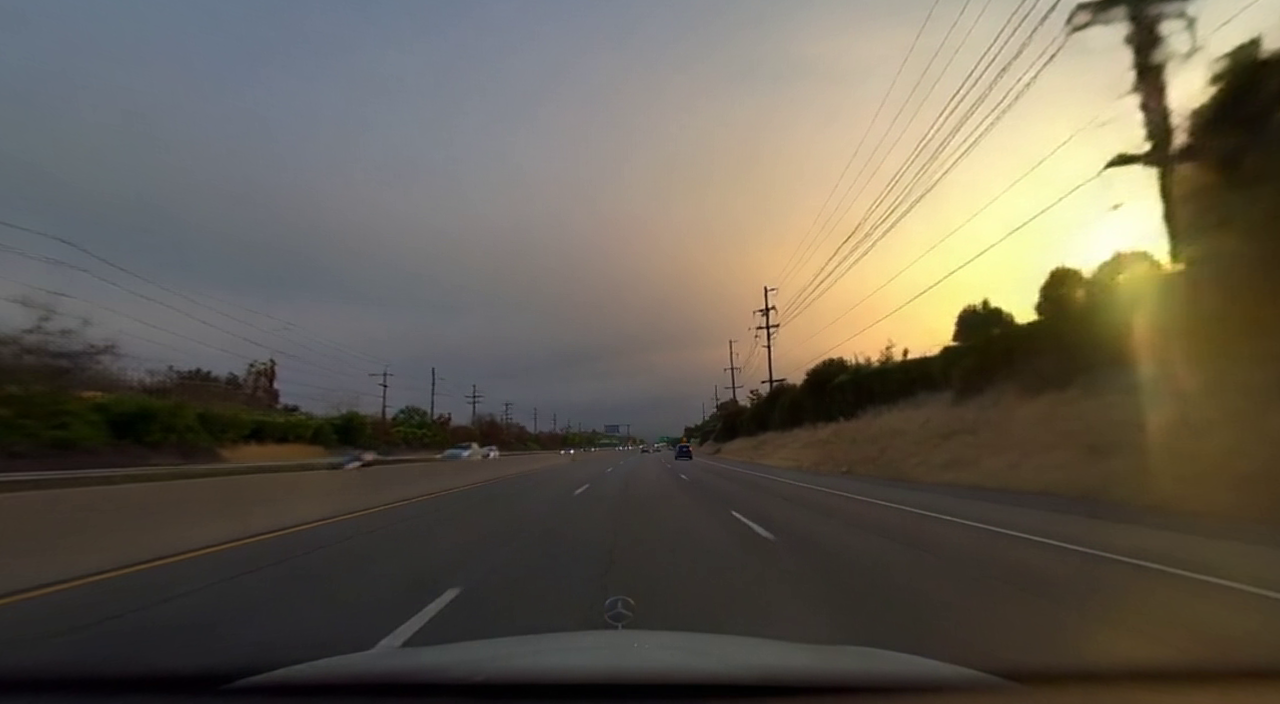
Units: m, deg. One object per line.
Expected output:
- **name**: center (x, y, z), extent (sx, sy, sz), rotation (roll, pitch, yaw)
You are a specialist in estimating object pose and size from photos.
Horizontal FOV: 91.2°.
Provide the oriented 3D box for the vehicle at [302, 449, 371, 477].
- **vehicle**: center (-18.648, 6.818, 38.720), extent (2.056, 1.639, 4.295), rotation (0, -9, 1)
